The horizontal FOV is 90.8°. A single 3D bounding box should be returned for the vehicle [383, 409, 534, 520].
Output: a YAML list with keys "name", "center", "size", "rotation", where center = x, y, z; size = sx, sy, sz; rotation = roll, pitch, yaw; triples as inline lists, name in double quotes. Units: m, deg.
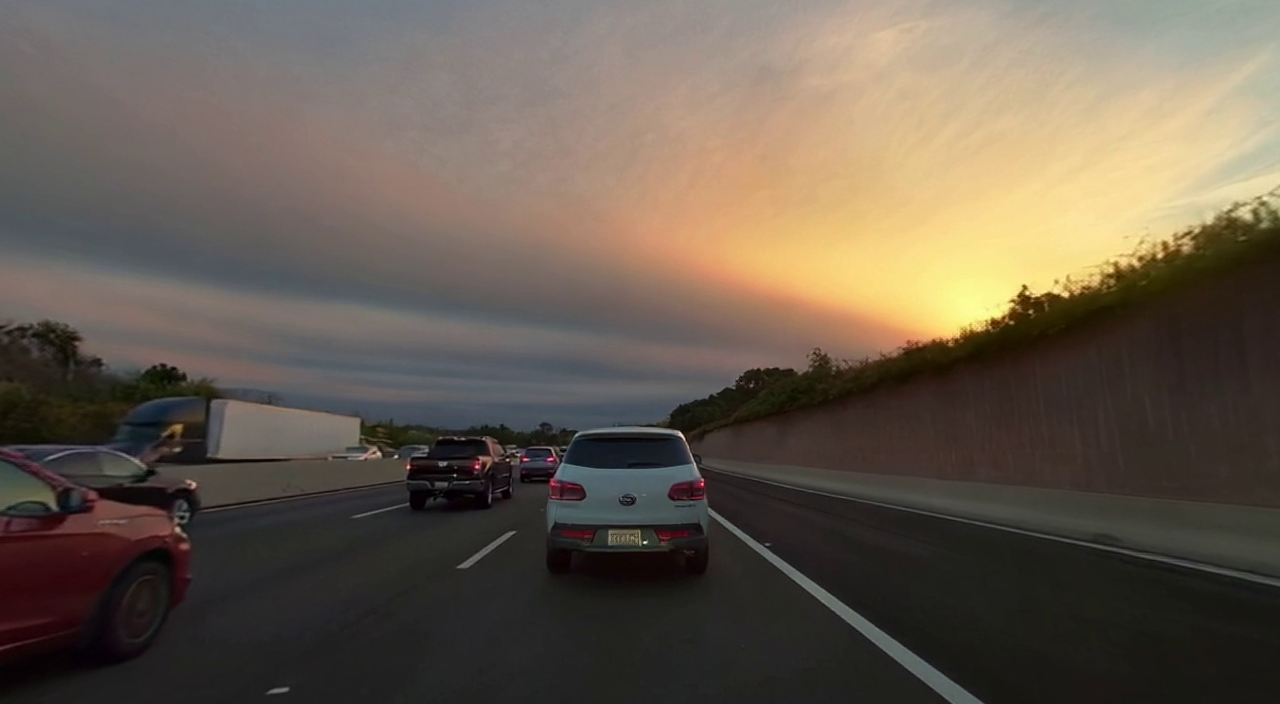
- name: "vehicle"
  center: [-3.950, 2.574, 14.790]
  size: [2.055, 2.144, 4.782]
  rotation: [-1, -9, 1]

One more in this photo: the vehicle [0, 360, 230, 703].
- name: "vehicle"
  center: [-3.872, 0.779, 1.869]
  size: [2.205, 1.719, 4.595]
  rotation: [0, -9, 0]

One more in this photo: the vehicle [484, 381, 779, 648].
- name: "vehicle"
  center: [-0.095, 1.359, 6.073]
  size: [1.995, 1.798, 3.380]
  rotation: [0, -9, -1]
